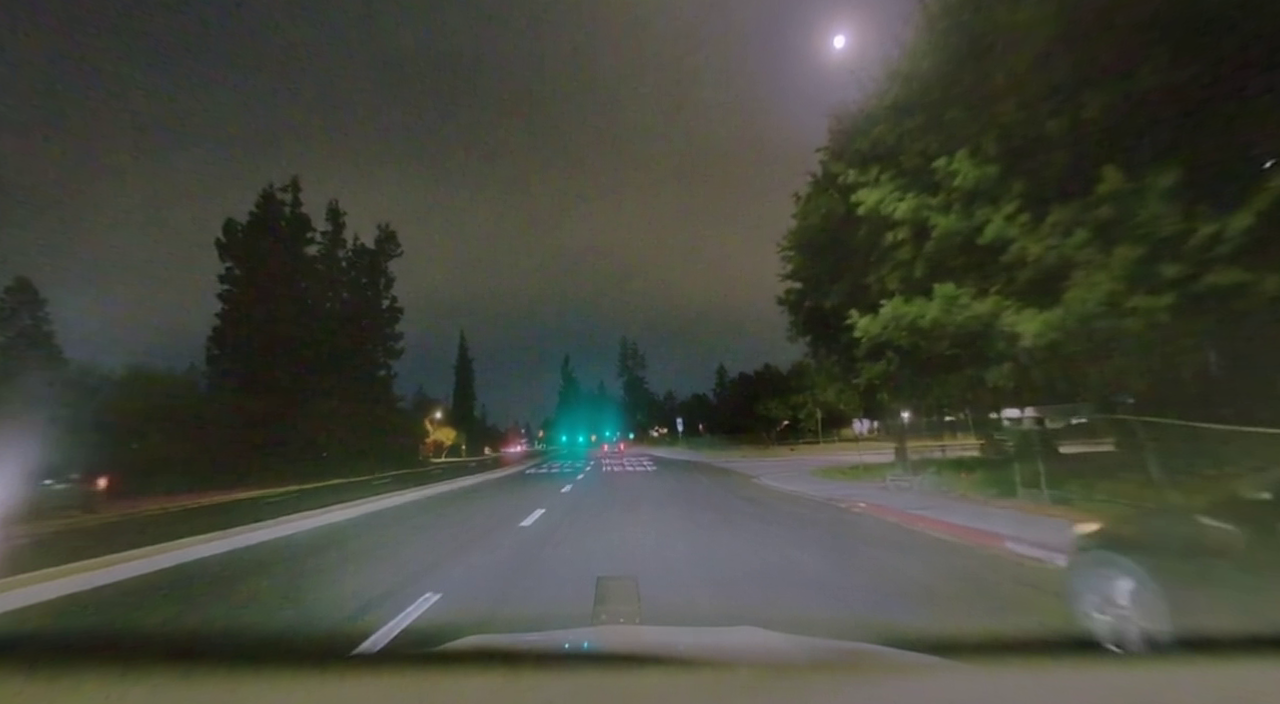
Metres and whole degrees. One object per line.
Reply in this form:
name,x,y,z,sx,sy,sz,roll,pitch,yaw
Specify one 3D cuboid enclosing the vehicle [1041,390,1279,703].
vehicle,3.446,0.791,1.601,1.989,1.504,4.342,0,-8,0
